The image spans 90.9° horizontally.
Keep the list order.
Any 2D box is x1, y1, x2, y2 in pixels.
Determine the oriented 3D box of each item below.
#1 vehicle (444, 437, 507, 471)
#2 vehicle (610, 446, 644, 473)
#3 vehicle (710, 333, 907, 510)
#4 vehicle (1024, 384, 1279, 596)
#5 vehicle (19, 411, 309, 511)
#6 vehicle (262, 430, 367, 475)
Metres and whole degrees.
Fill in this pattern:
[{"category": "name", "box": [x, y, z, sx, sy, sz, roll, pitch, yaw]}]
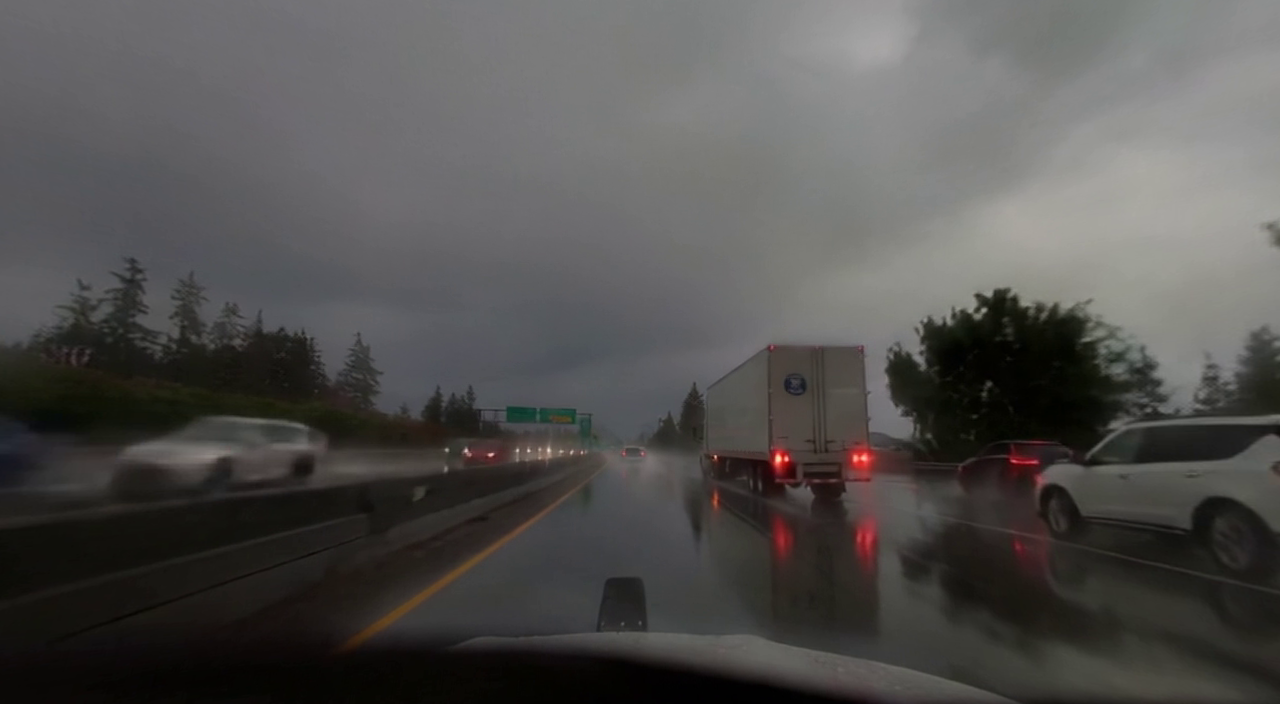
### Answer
[{"category": "vehicle", "box": [-8.085, 5.072, 31.442, 1.839, 1.512, 4.771, 0, -9, 1]}, {"category": "vehicle", "box": [-0.827, 6.900, 40.509, 2.111, 1.599, 3.859, 0, -9, -1]}, {"category": "vehicle", "box": [4.552, 2.627, 21.276, 2.890, 4.006, 14.039, 0, -9, 0]}, {"category": "vehicle", "box": [6.808, 1.417, 6.795, 2.128, 1.872, 5.043, 0, -9, 0]}, {"category": "vehicle", "box": [-8.412, 2.001, 11.848, 1.952, 1.500, 4.487, 0, -9, 0]}, {"category": "vehicle", "box": [-11.666, 3.636, 22.851, 1.858, 1.489, 3.611, 0, -9, 0]}]
